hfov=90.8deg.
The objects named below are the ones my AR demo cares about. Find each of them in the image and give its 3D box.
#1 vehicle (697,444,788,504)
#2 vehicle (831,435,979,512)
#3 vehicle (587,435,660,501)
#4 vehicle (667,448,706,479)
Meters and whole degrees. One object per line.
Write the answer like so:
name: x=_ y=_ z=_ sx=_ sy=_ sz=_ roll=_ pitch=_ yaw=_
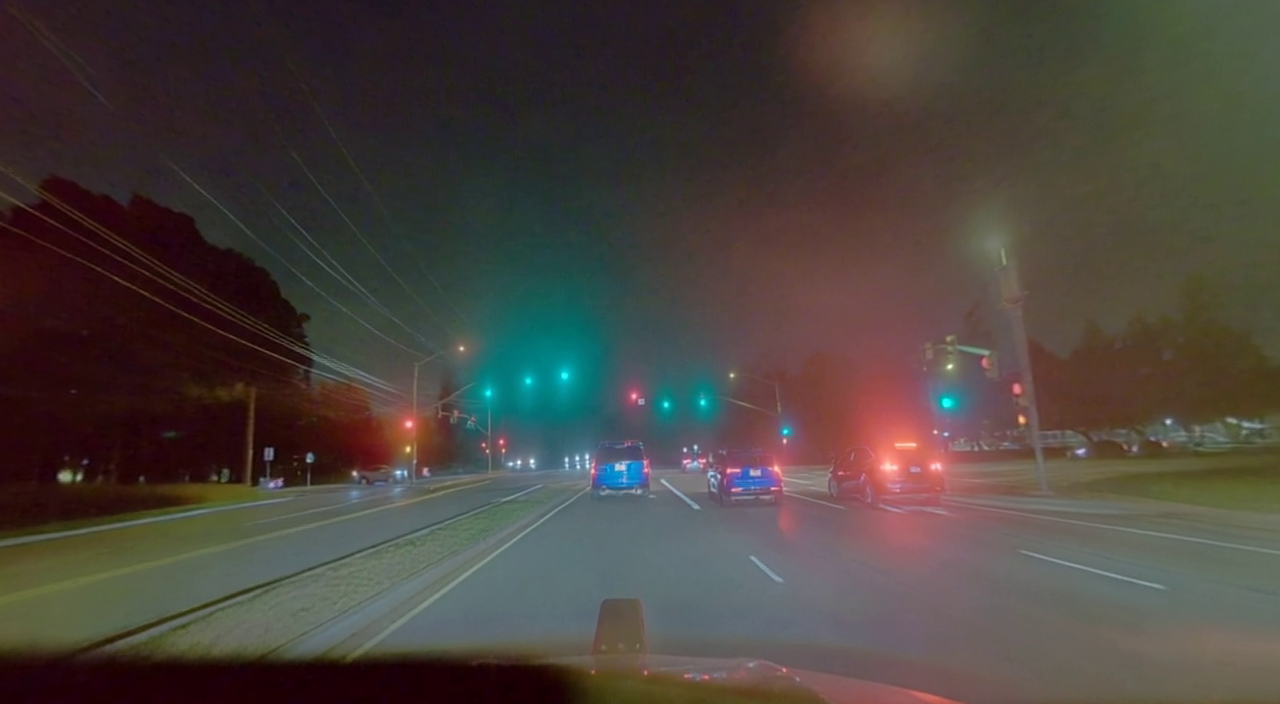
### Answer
vehicle: x=2.961 y=3.631 z=19.282 sx=1.880 sy=1.579 sz=4.401 roll=0 pitch=-9 yaw=-2
vehicle: x=6.781 y=3.129 z=16.797 sx=1.929 sy=1.753 sz=4.396 roll=0 pitch=-9 yaw=-1
vehicle: x=-0.561 y=3.927 z=21.797 sx=2.231 sy=1.998 sz=4.254 roll=0 pitch=-9 yaw=-1
vehicle: x=2.759 y=6.764 z=38.606 sx=1.915 sy=1.765 sz=4.047 roll=0 pitch=-9 yaw=-2
